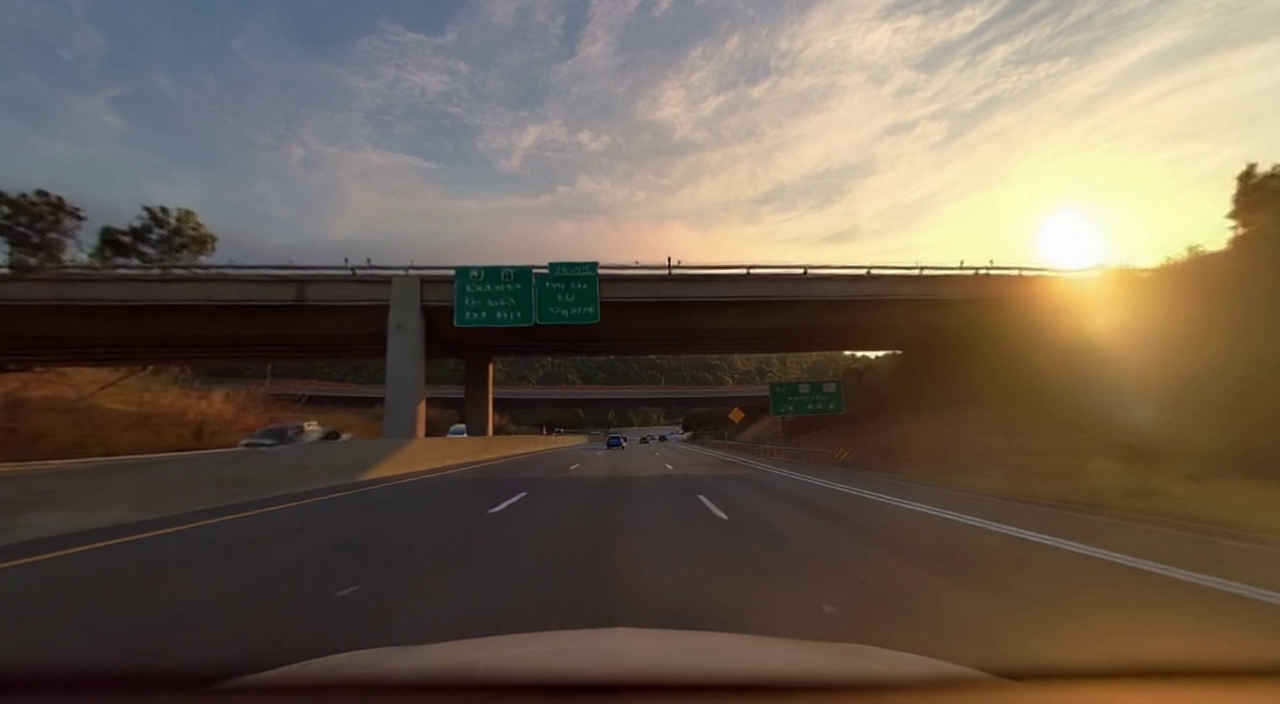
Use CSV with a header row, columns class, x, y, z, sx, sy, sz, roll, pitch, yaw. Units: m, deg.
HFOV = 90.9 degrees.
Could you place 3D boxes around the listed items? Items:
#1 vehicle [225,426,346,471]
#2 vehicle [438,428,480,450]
class,x,y,z,sx,sy,sz,roll,pitch,yaw
vehicle,-13.304,3.643,24.046,2.053,1.538,4.491,0,-8,-1
vehicle,-13.611,6.566,47.628,1.869,1.601,4.415,0,-8,-1
